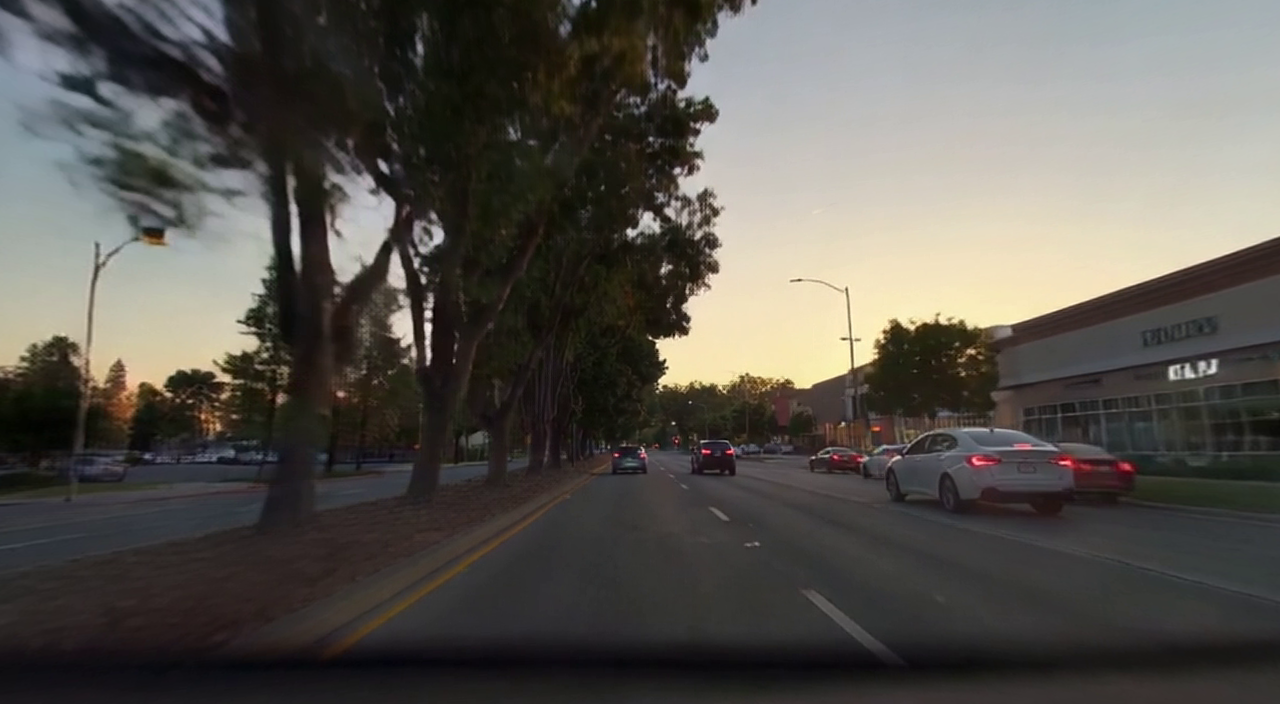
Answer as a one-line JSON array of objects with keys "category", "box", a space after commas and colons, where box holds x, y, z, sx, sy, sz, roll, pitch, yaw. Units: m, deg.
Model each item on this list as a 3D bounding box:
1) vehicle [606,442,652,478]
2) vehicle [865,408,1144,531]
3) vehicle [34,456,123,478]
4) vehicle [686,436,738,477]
[{"category": "vehicle", "box": [-0.484, 5.082, 30.021, 2.037, 1.568, 3.693, 0, -8, 0]}, {"category": "vehicle", "box": [6.771, 2.271, 12.861, 2.240, 1.923, 5.678, 0, -8, 0]}, {"category": "vehicle", "box": [-40.823, 8.340, 45.982, 4.604, 1.491, 1.901, 0, -9, 0]}, {"category": "vehicle", "box": [3.442, 5.086, 30.966, 1.955, 1.845, 4.538, 0, -8, 0]}]
